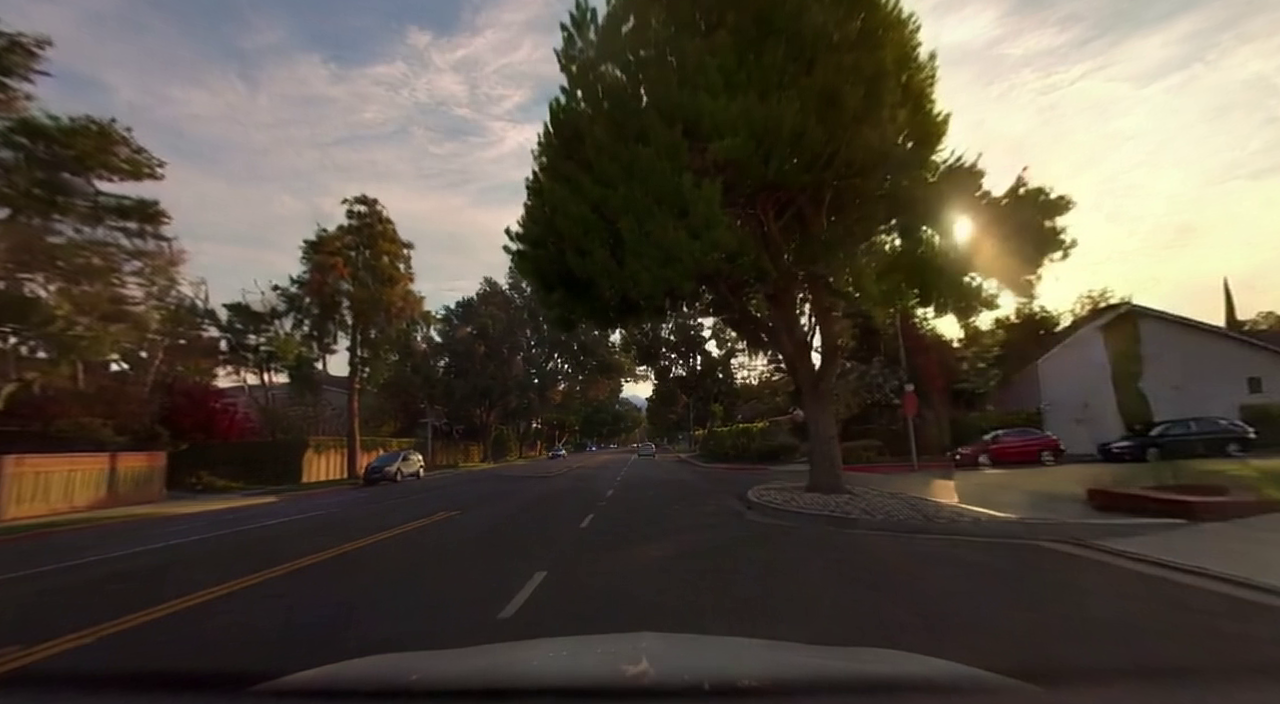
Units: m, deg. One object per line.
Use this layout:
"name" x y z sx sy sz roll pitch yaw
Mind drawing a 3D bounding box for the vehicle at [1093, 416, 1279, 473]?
"vehicle" 18.843 3.175 21.641 4.821 1.832 2.196 0 -9 -1

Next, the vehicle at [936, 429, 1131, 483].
"vehicle" 13.313 3.526 21.619 5.177 1.468 2.090 -3 -6 3

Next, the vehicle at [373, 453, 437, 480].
"vehicle" -14.190 6.913 38.202 2.557 1.485 2.907 -3 -8 5
